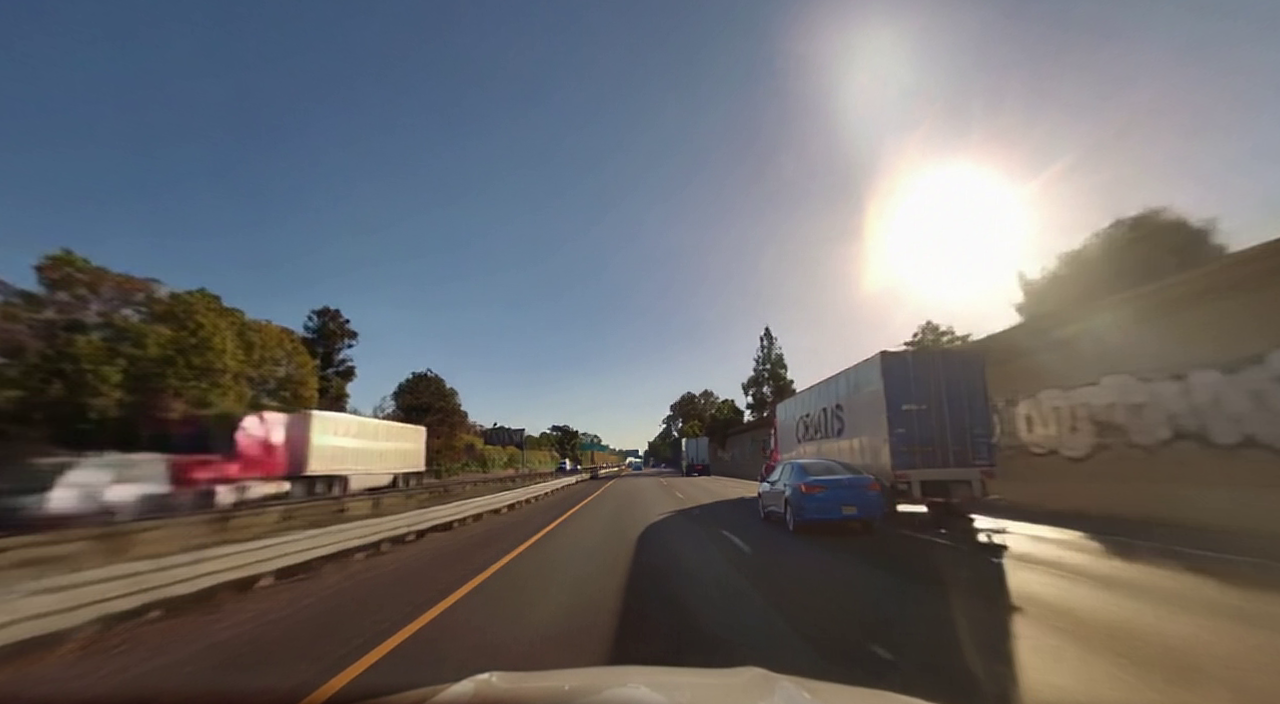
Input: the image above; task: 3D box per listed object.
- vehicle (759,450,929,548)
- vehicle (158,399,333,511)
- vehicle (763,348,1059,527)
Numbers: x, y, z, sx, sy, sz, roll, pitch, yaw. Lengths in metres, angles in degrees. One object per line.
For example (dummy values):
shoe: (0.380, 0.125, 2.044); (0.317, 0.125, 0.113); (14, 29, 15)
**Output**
vehicle: (3.710, 2.776, 12.218); (2.011, 1.574, 3.512); (0, -11, -1)
vehicle: (-16.144, 4.358, 26.489); (3.150, 4.073, 5.938); (1, -10, 0)
vehicle: (7.762, 3.412, 22.734); (3.298, 4.017, 16.824); (1, -10, 0)
